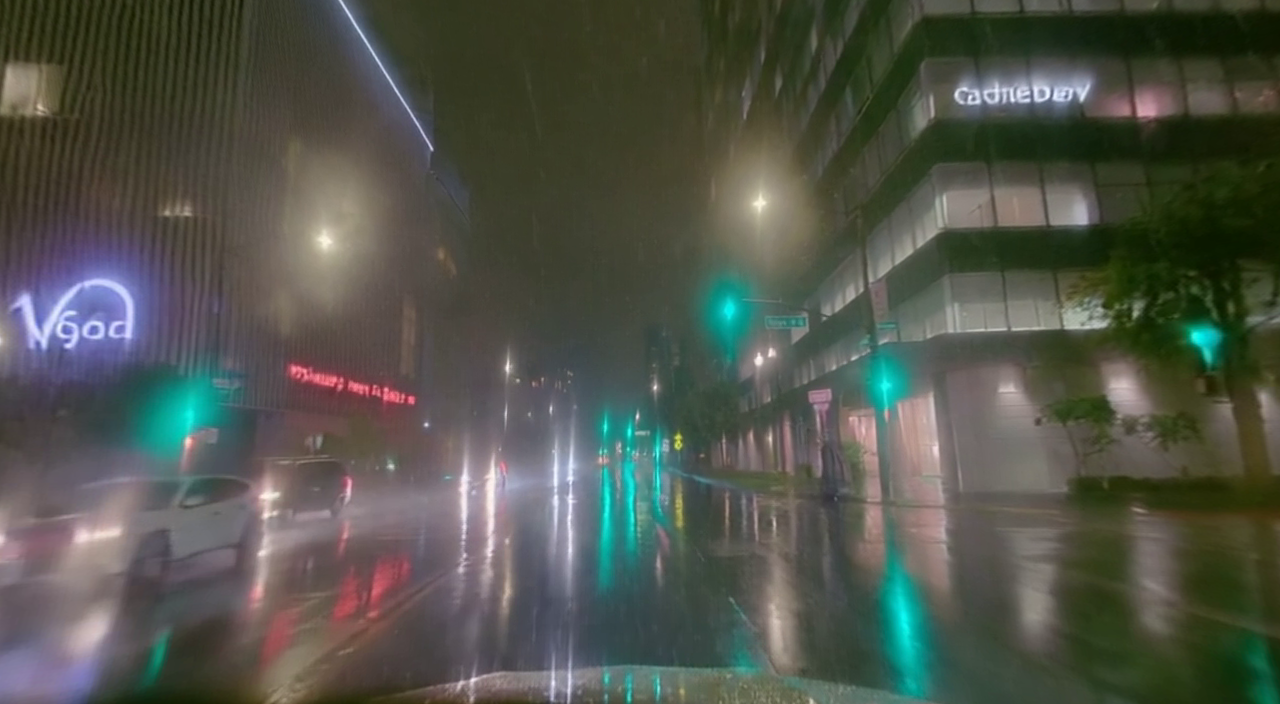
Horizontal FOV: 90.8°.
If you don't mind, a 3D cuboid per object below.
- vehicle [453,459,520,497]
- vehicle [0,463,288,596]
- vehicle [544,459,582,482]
[{"bbox_3d":[-6.851,5.652,28.594,1.897,1.537,3.770,-1,-9,4],"label":"vehicle"},{"bbox_3d":[-7.655,2.503,9.725,1.893,1.451,4.276,-1,-9,2],"label":"vehicle"},{"bbox_3d":[-5.860,9.028,48.485,2.037,1.563,4.754,-1,-9,3],"label":"vehicle"}]
